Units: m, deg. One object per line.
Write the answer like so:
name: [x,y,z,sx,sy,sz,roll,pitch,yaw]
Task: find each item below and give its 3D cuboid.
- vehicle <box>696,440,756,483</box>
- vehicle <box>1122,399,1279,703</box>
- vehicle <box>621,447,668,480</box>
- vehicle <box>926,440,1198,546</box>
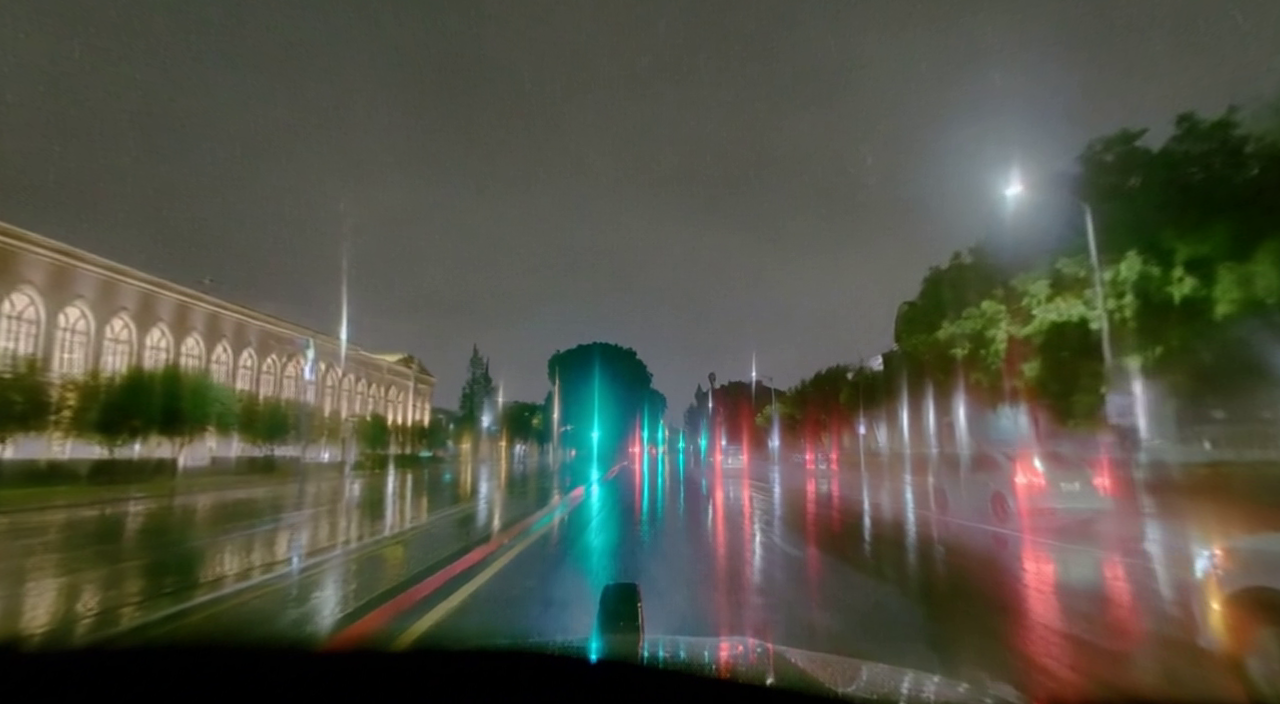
vehicle: [3.784,4.917,28.650,2.036,1.757,4.300,0,-9,-1]
vehicle: [3.791,0.809,1.693,1.937,1.538,3.832,0,-9,0]
vehicle: [0.216,5.253,29.951,2.054,1.446,3.969,0,-9,1]
vehicle: [7.025,2.360,11.234,1.868,1.472,4.274,1,-9,0]
